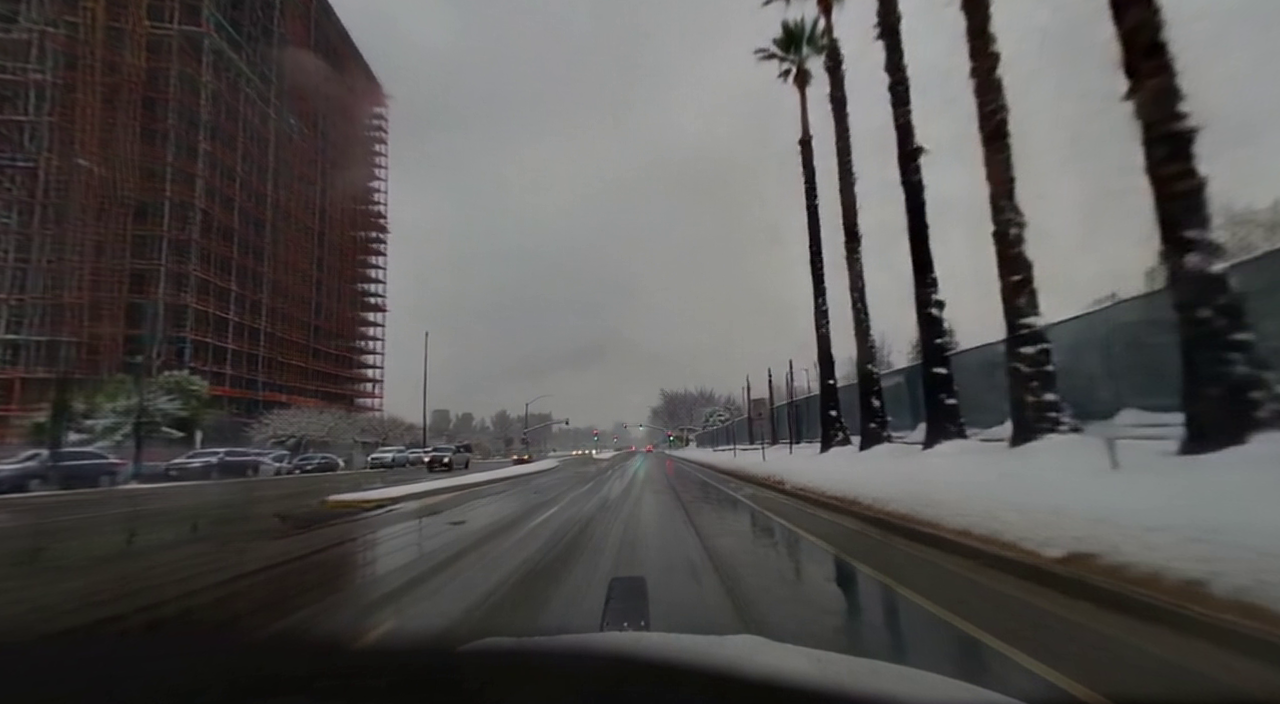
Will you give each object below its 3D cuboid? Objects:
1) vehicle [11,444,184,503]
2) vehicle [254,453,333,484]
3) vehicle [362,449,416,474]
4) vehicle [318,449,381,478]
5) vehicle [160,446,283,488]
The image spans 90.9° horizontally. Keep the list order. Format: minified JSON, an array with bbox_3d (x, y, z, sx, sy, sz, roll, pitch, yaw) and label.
[{"bbox_3d":[-19.540,4.340,23.070,2.105,1.805,4.641,-3,-8,2],"label":"vehicle"},{"bbox_3d":[-19.274,6.472,35.335,1.836,1.418,4.956,-2,-7,-2],"label":"vehicle"},{"bbox_3d":[-19.255,8.398,48.657,1.956,1.659,5.546,-2,-8,0],"label":"vehicle"},{"bbox_3d":[-19.234,7.355,41.985,1.985,1.625,4.749,-2,-7,-1],"label":"vehicle"},{"bbox_3d":[-19.459,5.327,29.645,2.378,1.783,4.912,0,-9,0],"label":"vehicle"}]
